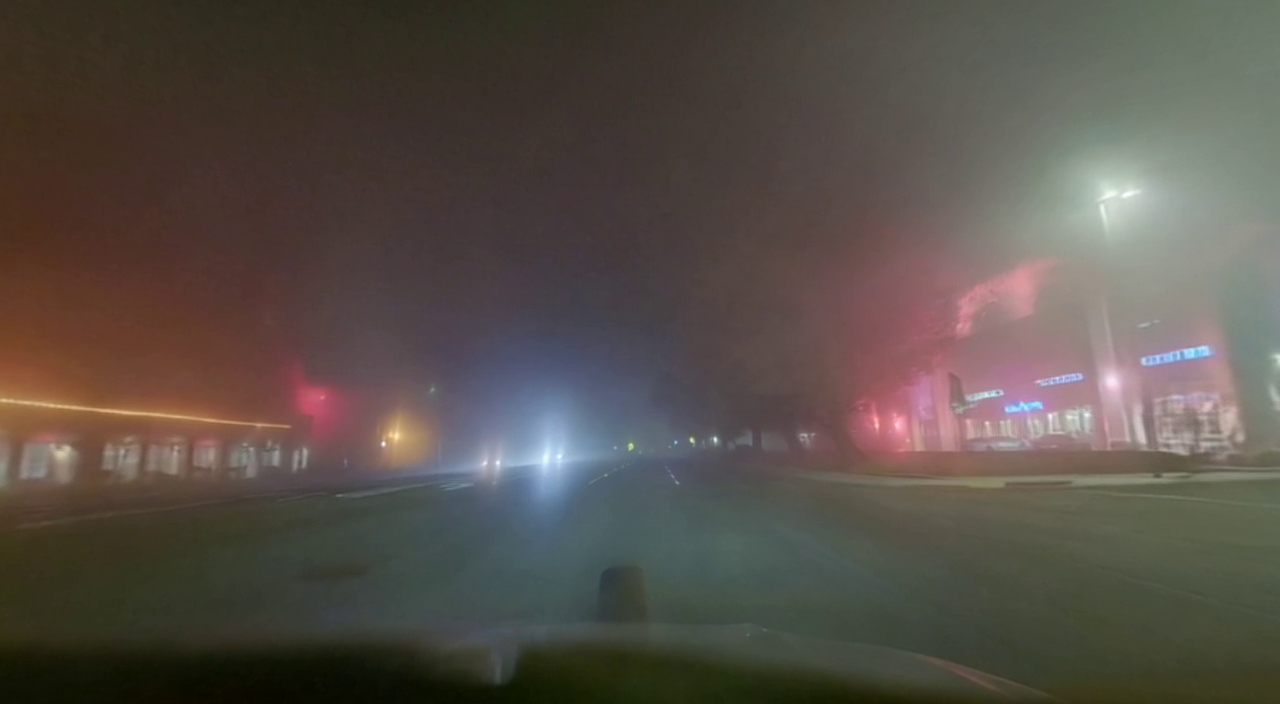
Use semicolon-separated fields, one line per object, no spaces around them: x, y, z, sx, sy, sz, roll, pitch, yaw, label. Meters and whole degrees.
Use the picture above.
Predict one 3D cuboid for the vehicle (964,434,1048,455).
25.960;6.607;44.867;4.942;1.435;1.987;-5;-9;28;vehicle
